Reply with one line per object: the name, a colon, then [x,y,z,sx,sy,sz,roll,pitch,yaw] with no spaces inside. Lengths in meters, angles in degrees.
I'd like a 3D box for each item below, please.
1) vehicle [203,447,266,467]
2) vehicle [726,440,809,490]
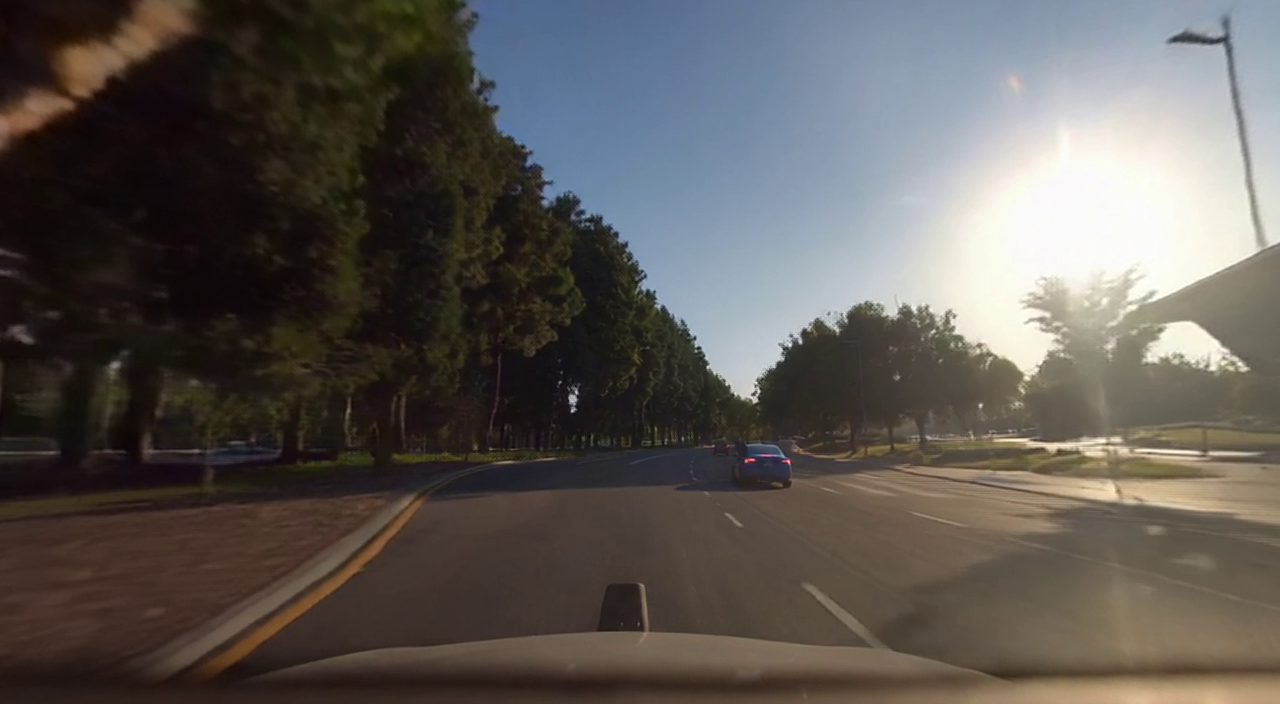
vehicle: [-30.797,7.977,48.132,1.800,1.479,4.066,0,-9,6]
vehicle: [4.126,3.731,21.214,1.928,1.481,4.453,0,-9,1]
